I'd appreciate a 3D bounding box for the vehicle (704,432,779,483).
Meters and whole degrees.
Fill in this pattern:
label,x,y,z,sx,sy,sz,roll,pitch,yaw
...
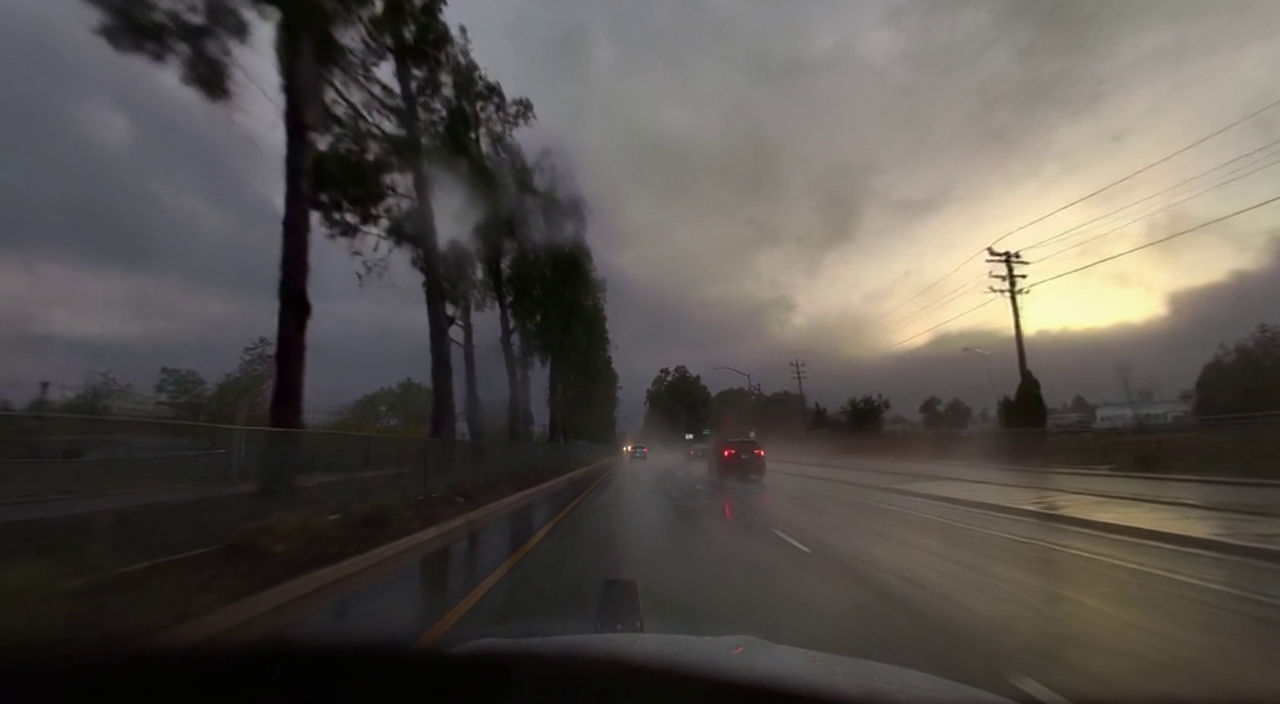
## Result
label,x,y,z,sx,sy,sz,roll,pitch,yaw
vehicle,3.976,4.237,25.564,2.112,1.825,4.574,0,-9,-2

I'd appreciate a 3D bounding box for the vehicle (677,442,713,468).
label,x,y,z,sx,sy,sz,roll,pitch,yaw
vehicle,3.726,7.100,43.642,2.012,1.653,4.115,0,-9,-2
